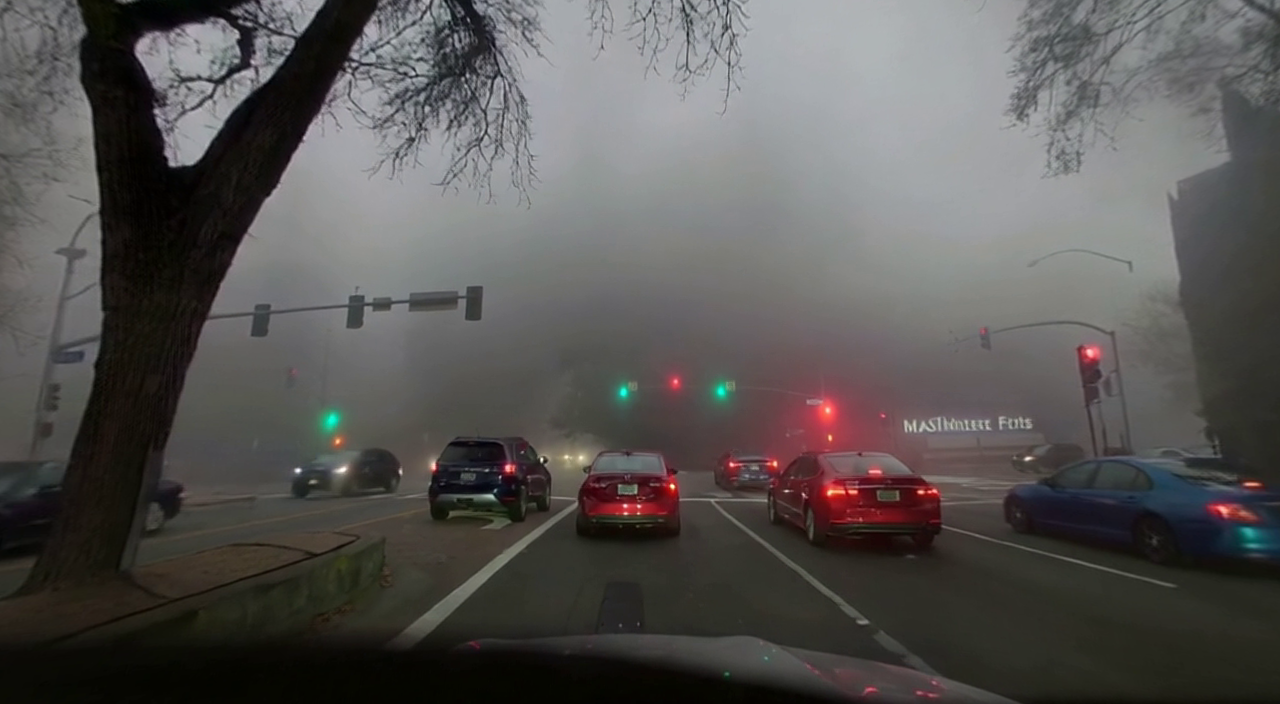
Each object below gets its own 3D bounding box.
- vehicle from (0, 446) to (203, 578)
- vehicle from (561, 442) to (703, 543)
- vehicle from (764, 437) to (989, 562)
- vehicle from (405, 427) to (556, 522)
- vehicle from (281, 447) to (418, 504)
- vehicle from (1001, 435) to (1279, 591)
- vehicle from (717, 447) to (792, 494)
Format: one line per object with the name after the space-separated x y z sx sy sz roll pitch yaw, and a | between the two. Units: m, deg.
-8.304 1.985 8.225 2.045 1.438 4.480 0 -8 -1 | vehicle
-0.086 2.376 11.356 2.098 1.477 3.897 0 -8 1 | vehicle
3.327 2.133 9.920 2.020 1.513 4.120 0 -8 2 | vehicle
-3.433 2.756 14.874 2.160 1.823 5.115 0 -8 1 | vehicle
-8.552 3.644 19.101 1.976 1.499 4.355 0 -8 1 | vehicle
7.224 1.911 8.495 2.004 1.508 4.646 0 -8 0 | vehicle
3.936 4.128 22.498 1.888 1.472 4.528 0 -8 0 | vehicle
